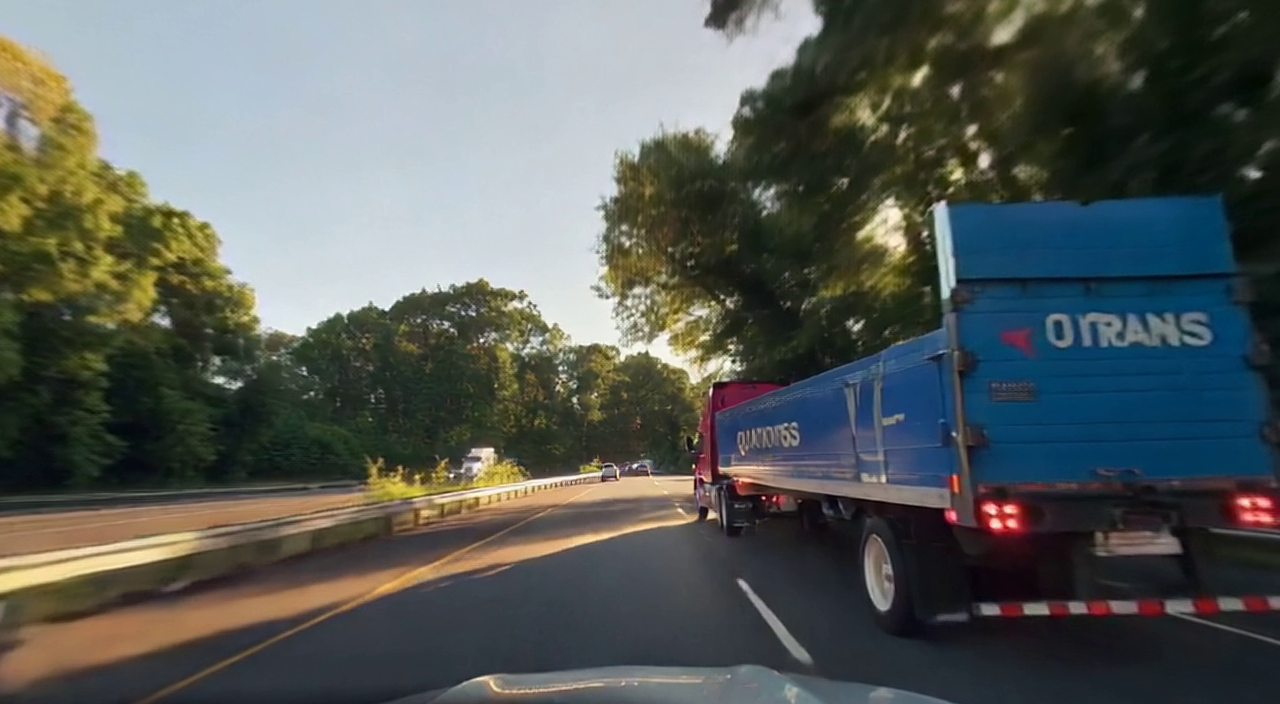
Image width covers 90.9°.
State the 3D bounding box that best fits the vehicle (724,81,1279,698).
[{"bbox_3d":[3.446,1.034,9.363,2.871,4.032,10.642,1,-10,0],"label":"vehicle"}]
